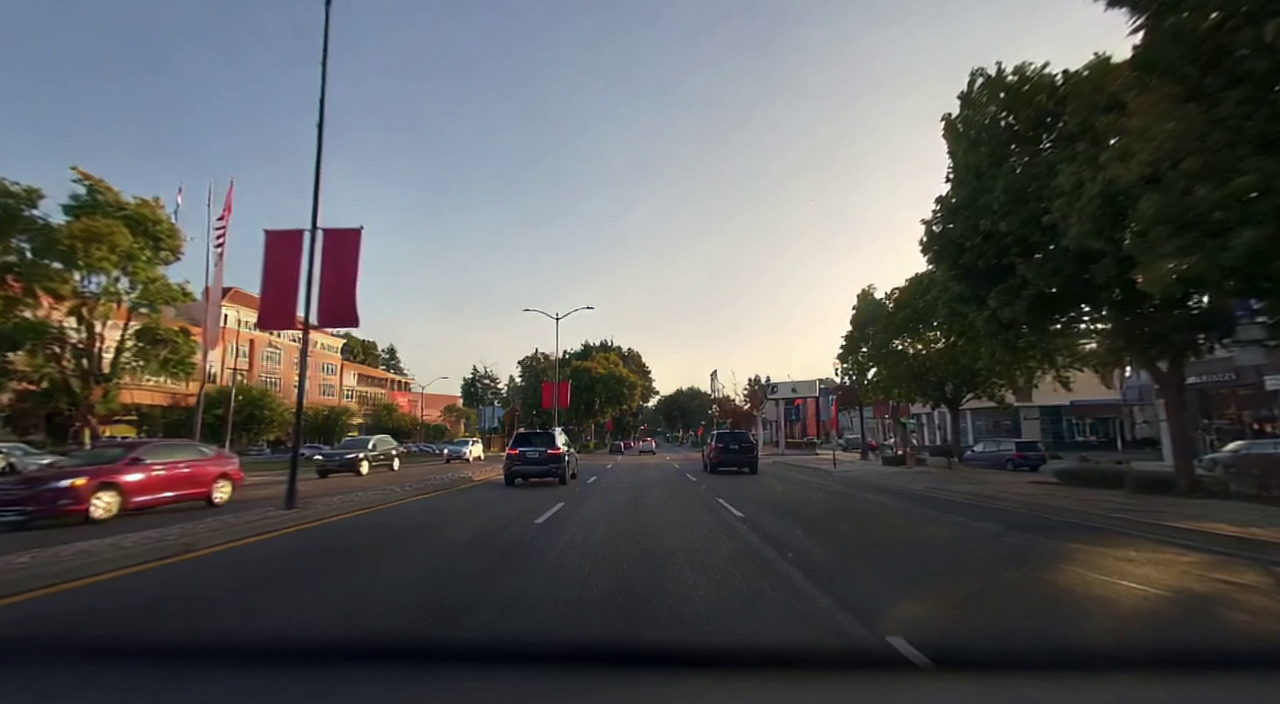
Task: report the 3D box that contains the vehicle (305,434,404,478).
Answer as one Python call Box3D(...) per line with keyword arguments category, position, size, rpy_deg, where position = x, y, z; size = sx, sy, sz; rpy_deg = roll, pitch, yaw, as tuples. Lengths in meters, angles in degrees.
Box3D(category="vehicle", position=(-12.006, 4.392, 26.750), size=(1.998, 1.705, 4.465), rpy_deg=(0, -8, 2))

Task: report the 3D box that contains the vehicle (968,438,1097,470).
Box3D(category="vehicle", position=(18.475, 4.812, 29.744), size=(4.642, 1.450, 2.087), rpy_deg=(0, -8, 2))

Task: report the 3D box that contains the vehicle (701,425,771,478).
Box3D(category="vehicle", position=(3.753, 3.977, 25.273), size=(2.024, 1.921, 4.431), rpy_deg=(0, -8, -1))

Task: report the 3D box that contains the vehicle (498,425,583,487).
Box3D(category="vehicle", position=(-3.119, 3.374, 20.645), size=(2.014, 1.775, 4.404), rpy_deg=(0, -8, 1))

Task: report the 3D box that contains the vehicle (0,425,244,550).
Box3D(category="vehicle", position=(-8.690, 1.965, 9.657), size=(2.022, 1.483, 4.909), rpy_deg=(-2, -8, 0))

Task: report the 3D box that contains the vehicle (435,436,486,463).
Box3D(category="vehicle", position=(-11.978, 6.539, 42.212), size=(2.023, 1.729, 4.478), rpy_deg=(0, -8, 1))

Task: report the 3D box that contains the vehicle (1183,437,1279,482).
Box3D(category="vehicle", position=(23.103, 3.906, 23.057), size=(4.497, 1.452, 1.944), rpy_deg=(-1, -8, -1))
